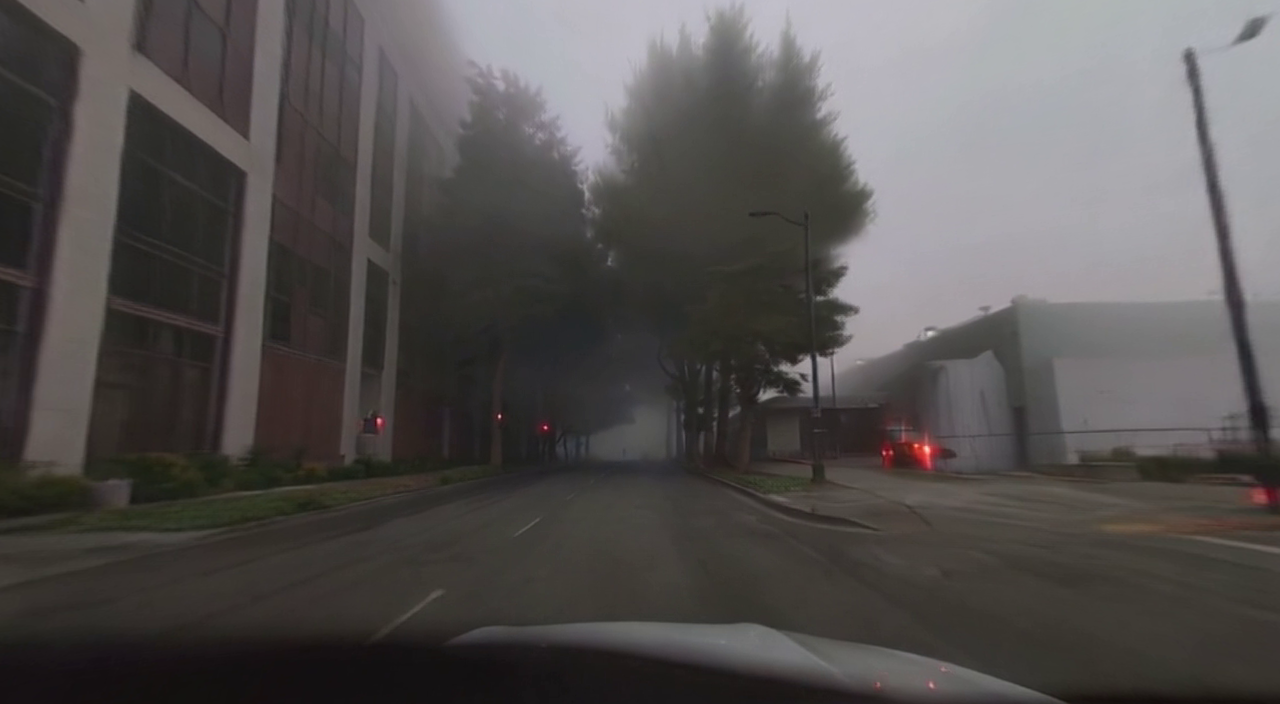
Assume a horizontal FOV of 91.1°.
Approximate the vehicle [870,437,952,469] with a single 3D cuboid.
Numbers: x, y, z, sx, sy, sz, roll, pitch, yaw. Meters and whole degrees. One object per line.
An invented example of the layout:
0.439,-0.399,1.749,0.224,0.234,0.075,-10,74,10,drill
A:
14.735,5.488,34.291,3.627,1.567,1.774,-2,-7,1,vehicle
